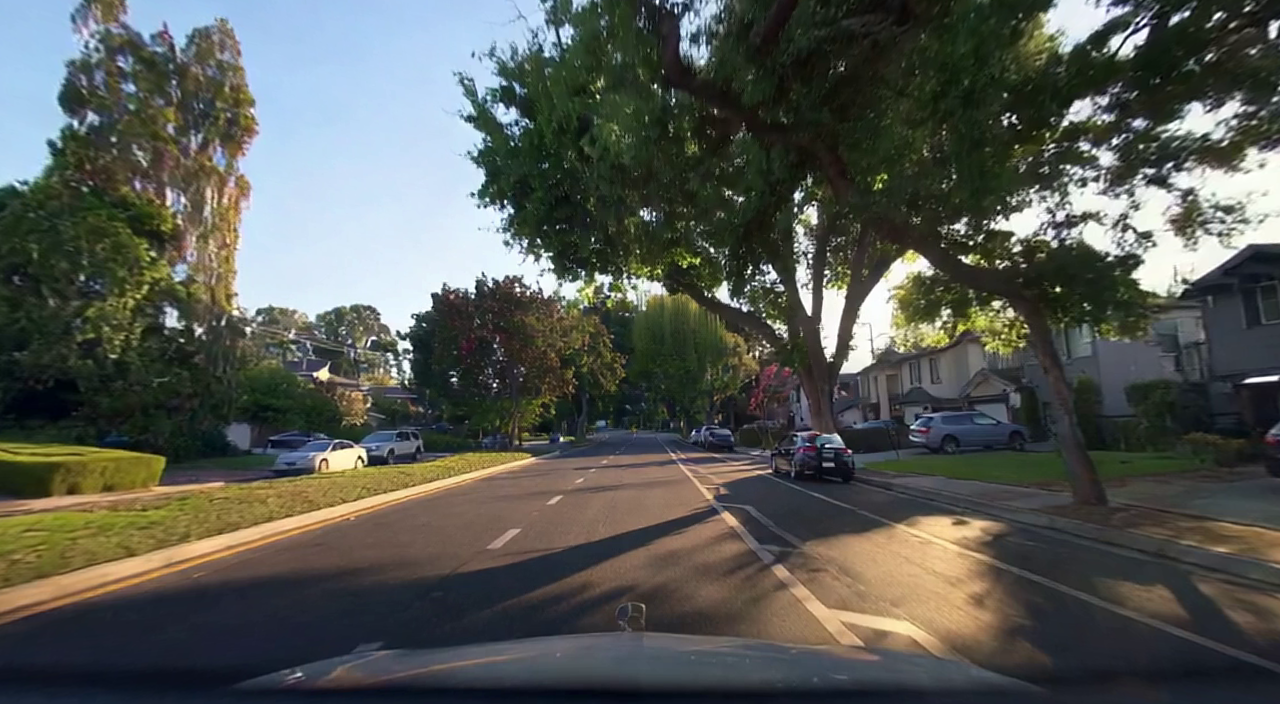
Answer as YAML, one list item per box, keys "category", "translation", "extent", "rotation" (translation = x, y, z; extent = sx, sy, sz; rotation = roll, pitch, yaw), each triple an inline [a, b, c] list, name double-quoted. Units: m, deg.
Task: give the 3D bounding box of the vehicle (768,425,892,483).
- category: "vehicle"
  translation: [5.192, 2.855, 17.875]
  extent: [2.059, 1.449, 4.168]
  rotation: [0, -8, -2]

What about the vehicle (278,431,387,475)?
- category: "vehicle"
  translation: [-11.894, 3.882, 24.768]
  extent: [1.940, 1.496, 4.654]
  rotation: [-1, -7, 0]

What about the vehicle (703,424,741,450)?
- category: "vehicle"
  translation: [5.338, 5.628, 41.819]
  extent: [1.885, 1.603, 5.235]
  rotation: [0, -7, 1]

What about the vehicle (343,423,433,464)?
- category: "vehicle"
  translation: [-11.853, 4.393, 30.087]
  extent: [2.228, 1.766, 4.770]
  rotation: [1, -9, 1]

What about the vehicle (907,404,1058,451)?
- category: "vehicle"
  translation: [13.898, 3.106, 25.795]
  extent: [4.940, 1.764, 1.977]
  rotation: [-1, -8, 1]
